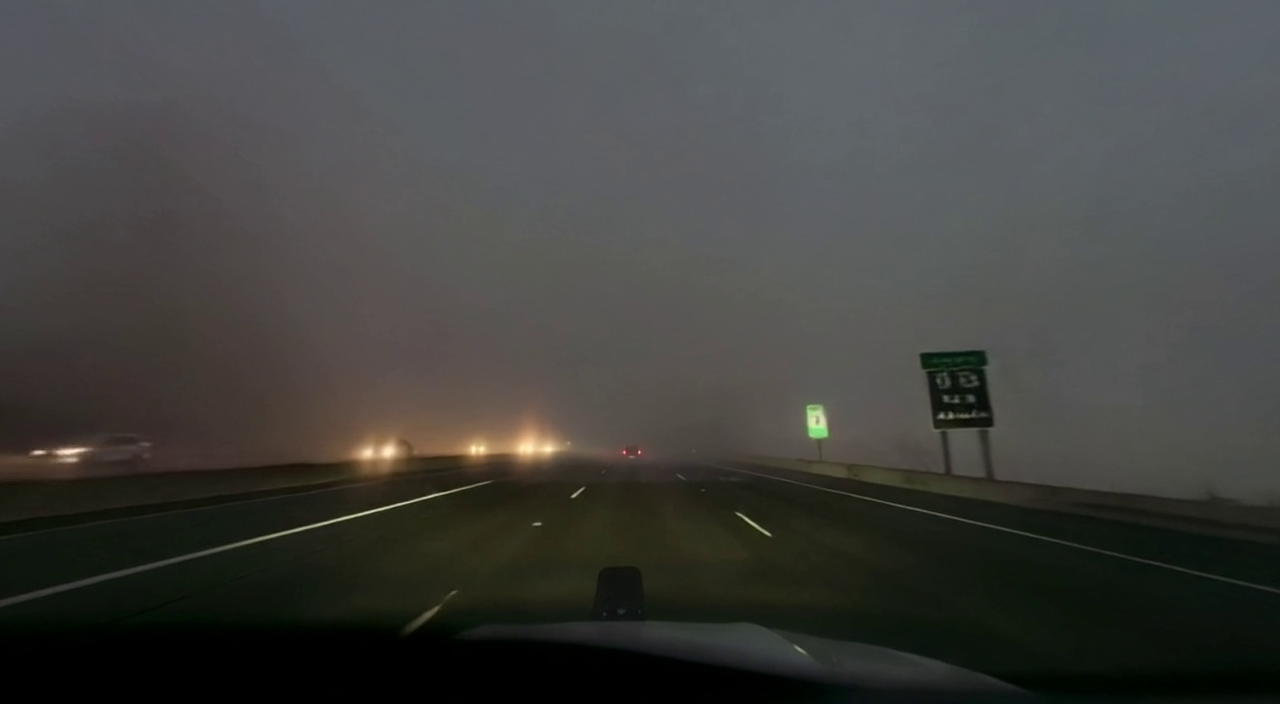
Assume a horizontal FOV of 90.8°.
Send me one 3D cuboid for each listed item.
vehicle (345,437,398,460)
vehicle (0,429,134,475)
[{"bbox_3d":[-17.386,6.259,40.995,1.723,1.428,3.842,0,-9,1],"label":"vehicle"},{"bbox_3d":[-21.199,3.613,22.862,1.900,1.471,4.555,0,-9,0],"label":"vehicle"}]
